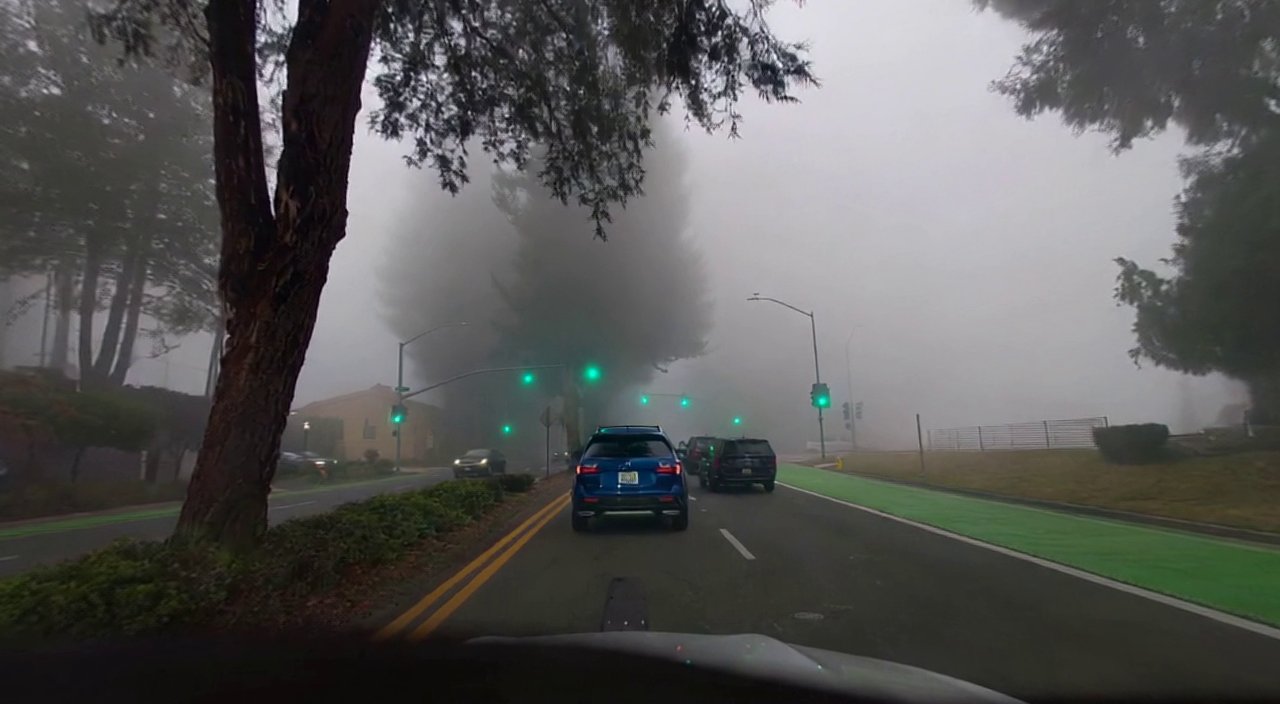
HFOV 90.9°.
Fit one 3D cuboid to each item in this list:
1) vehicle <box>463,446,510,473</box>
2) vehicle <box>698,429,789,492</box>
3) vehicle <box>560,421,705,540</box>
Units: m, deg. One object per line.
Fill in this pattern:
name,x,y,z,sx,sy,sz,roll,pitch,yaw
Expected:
vehicle,-10.019,7.004,41.474,1.886,1.666,4.575,0,-8,1
vehicle,3.201,3.475,20.569,2.189,1.815,4.495,0,-8,0
vehicle,-0.091,2.182,11.272,2.109,1.730,3.963,0,-8,0
